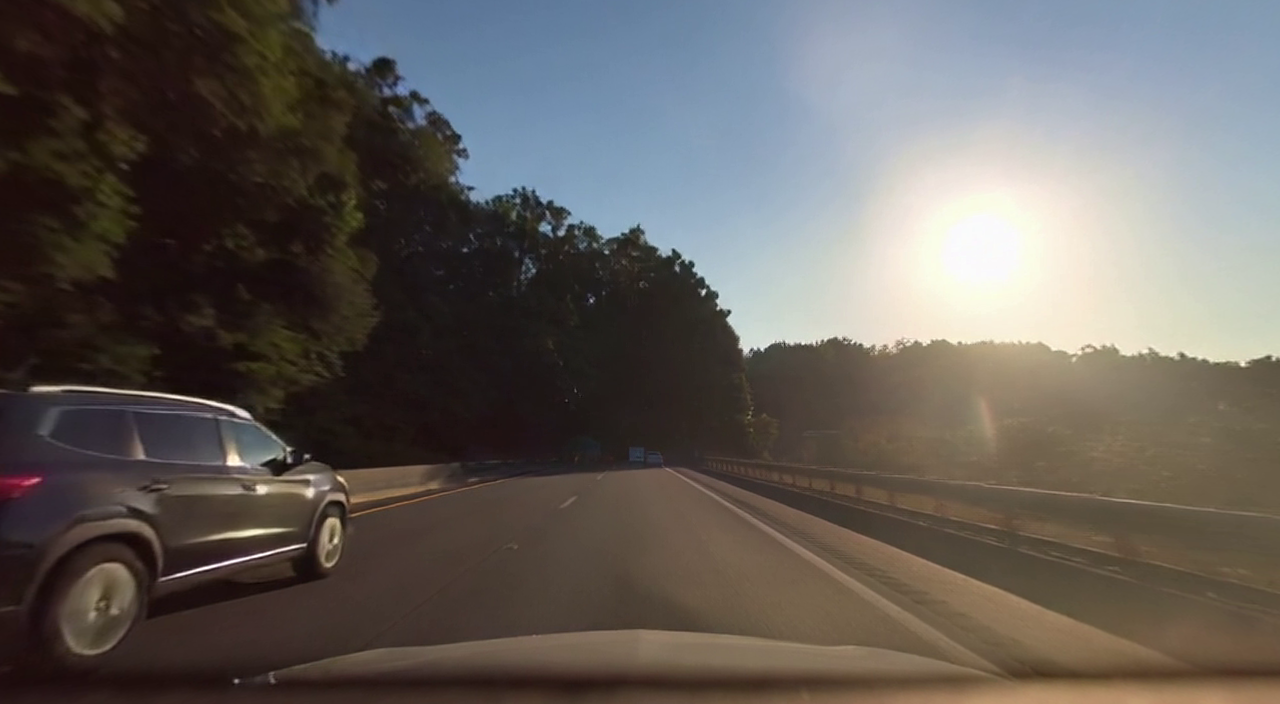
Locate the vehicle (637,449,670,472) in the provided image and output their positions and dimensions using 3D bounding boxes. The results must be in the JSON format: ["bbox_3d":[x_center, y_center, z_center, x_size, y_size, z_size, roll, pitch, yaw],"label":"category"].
[{"bbox_3d":[0.861,7.322,42.878,2.046,1.452,4.407,0,-9,-1],"label":"vehicle"}]

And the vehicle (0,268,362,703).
[{"bbox_3d":[-3.724,0.798,3.102,2.418,2.049,4.930,0,-9,0],"label":"vehicle"}]
